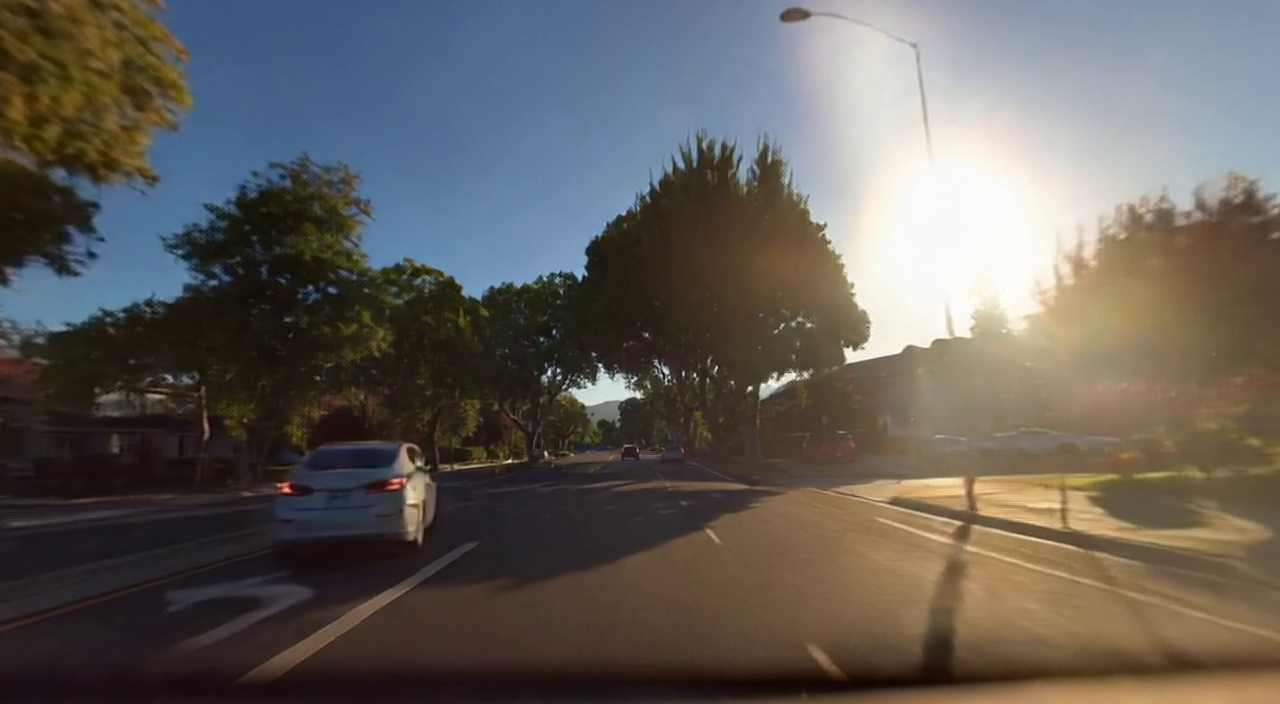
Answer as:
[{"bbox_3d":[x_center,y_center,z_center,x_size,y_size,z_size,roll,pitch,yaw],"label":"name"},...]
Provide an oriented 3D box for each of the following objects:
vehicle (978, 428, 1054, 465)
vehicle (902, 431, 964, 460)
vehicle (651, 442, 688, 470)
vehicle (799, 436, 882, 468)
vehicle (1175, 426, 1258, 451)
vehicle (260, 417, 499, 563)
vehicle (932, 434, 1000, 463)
[{"bbox_3d":[18.661,4.658,31.266,2.150,1.659,4.678,-8,-12,43],"label":"vehicle"},{"bbox_3d":[18.060,5.750,38.827,2.043,1.691,4.436,-8,-12,43],"label":"vehicle"},{"bbox_3d":[1.702,6.256,38.263,2.003,1.614,4.072,0,-8,-1],"label":"vehicle"},{"bbox_3d":[10.442,5.215,33.148,1.903,1.569,3.751,6,-10,-34],"label":"vehicle"},{"bbox_3d":[40.534,6.135,44.558,2.496,1.662,4.040,-2,-9,11],"label":"vehicle"},{"bbox_3d":[-3.652,2.008,10.065,2.205,1.706,4.904,1,-8,-7],"label":"vehicle"},{"bbox_3d":[18.100,5.329,34.988,2.106,1.460,4.389,-8,-12,43],"label":"vehicle"}]
